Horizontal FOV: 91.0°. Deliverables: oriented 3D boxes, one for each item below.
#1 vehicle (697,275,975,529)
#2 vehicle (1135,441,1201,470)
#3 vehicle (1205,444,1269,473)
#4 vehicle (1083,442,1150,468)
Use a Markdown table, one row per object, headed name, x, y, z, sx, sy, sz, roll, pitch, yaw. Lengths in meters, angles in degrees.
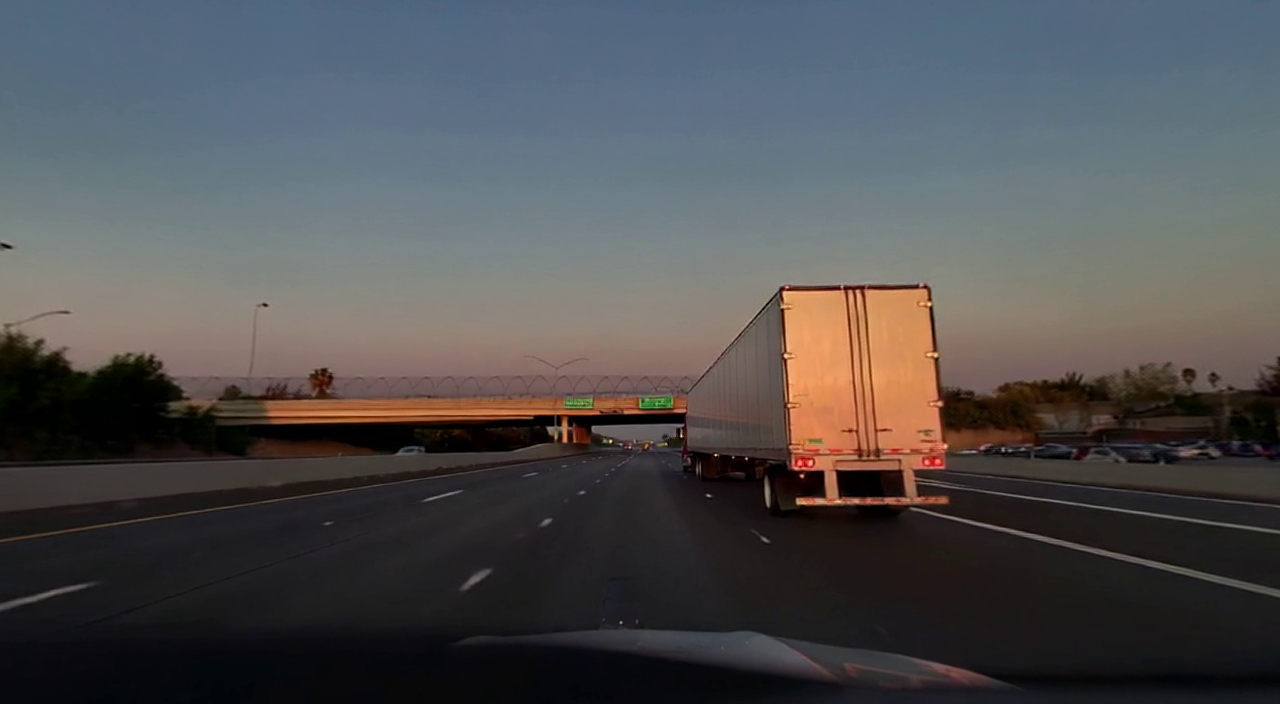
| name | x | y | z | sx | sy | sz | roll | pitch | yaw |
| --- | --- | --- | --- | --- | --- | --- | --- | --- | --- |
| vehicle | 3.843 | 1.954 | 18.222 | 2.949 | 4.149 | 16.046 | 0 | -9 | 0 |
| vehicle | 35.462 | 6.896 | 42.231 | 4.968 | 1.825 | 2.218 | 7 | -11 | -37 |
| vehicle | 35.322 | 6.266 | 37.200 | 4.488 | 1.596 | 1.972 | 7 | -11 | -38 |
| vehicle | 36.081 | 7.765 | 47.639 | 4.783 | 1.697 | 2.084 | 2 | -9 | -28 |
